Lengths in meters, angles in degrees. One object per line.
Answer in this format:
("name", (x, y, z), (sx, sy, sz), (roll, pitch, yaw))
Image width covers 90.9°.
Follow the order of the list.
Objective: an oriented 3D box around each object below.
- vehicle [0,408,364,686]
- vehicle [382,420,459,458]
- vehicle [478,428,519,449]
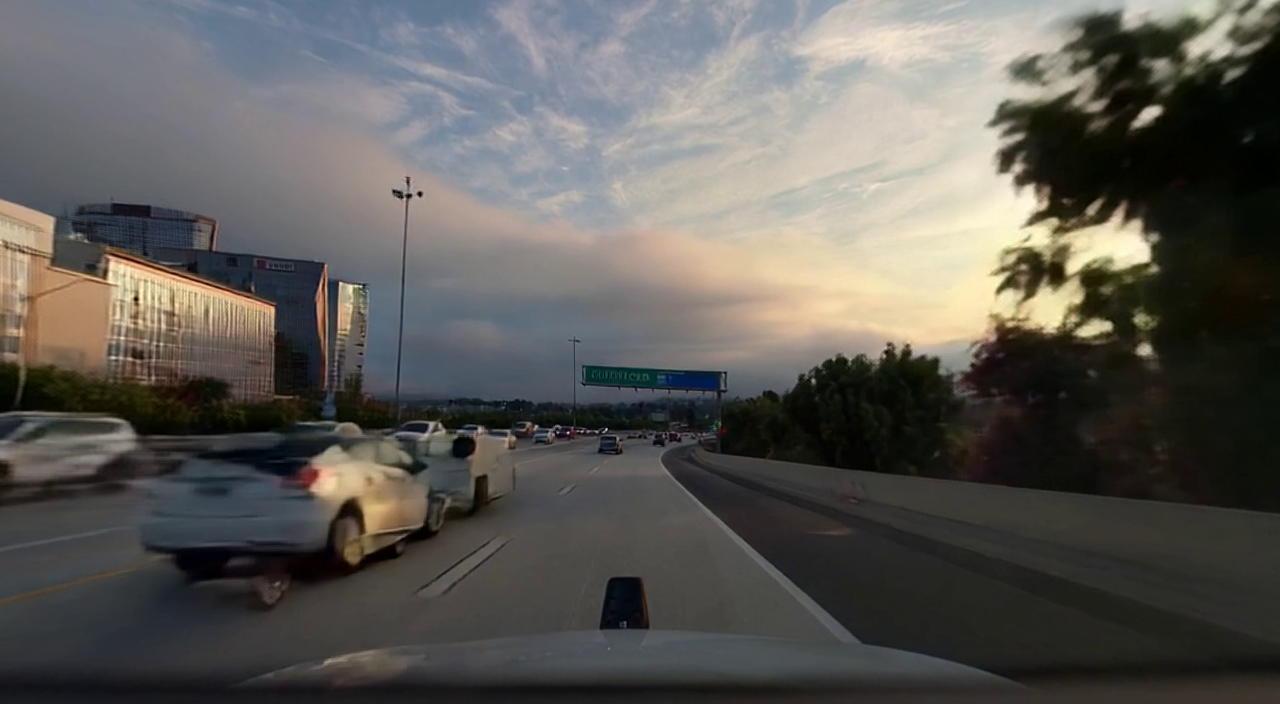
("vehicle", (-4.380, 1.320, 5.284), (2.035, 1.460, 4.497), (-1, -8, 1))
("vehicle", (-10.357, 4.154, 30.117), (1.926, 1.650, 4.593), (-1, -8, 2))
("vehicle", (-10.352, 6.402, 46.435), (1.893, 1.443, 4.334), (-1, -8, 2))
